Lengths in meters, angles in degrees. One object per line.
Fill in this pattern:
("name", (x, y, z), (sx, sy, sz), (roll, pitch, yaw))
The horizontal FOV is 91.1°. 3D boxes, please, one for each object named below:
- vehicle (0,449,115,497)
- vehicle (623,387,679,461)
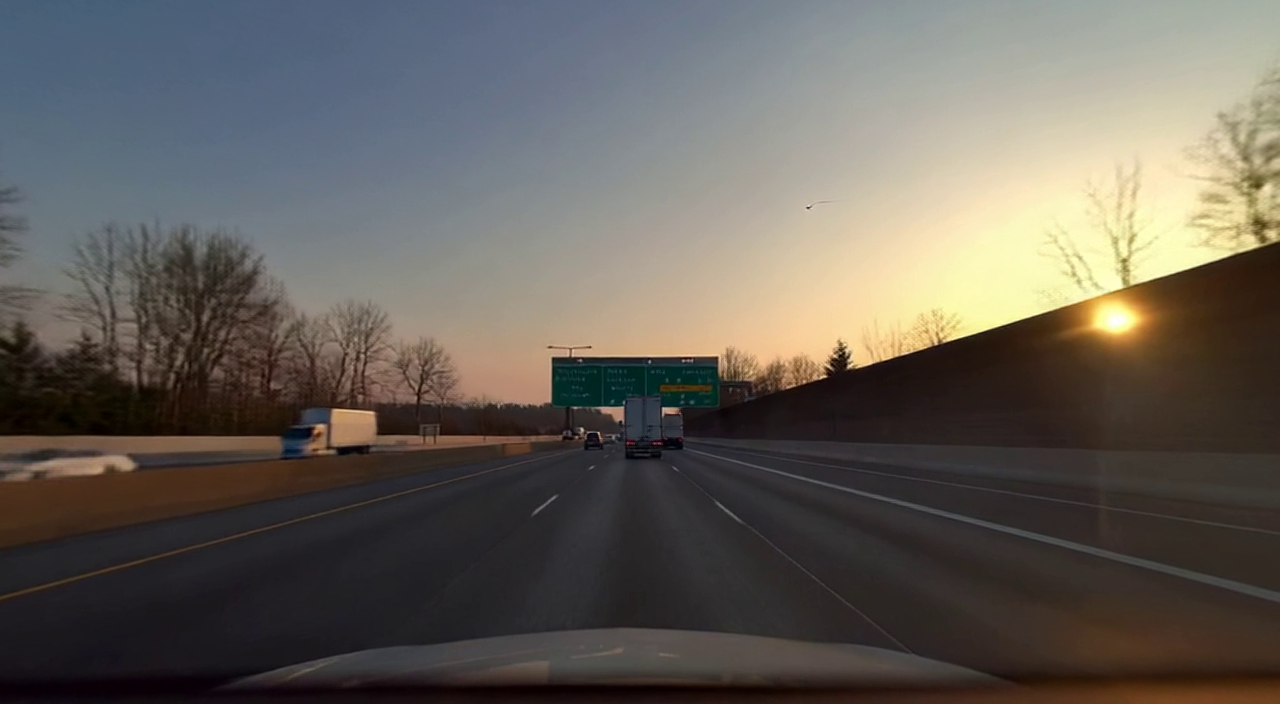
("vehicle", (-21.675, 4.269, 22.656), (1.824, 1.479, 4.192), (0, -8, 0))
("vehicle", (0.394, 4.984, 41.908), (2.965, 3.972, 16.689), (0, -8, -1))
